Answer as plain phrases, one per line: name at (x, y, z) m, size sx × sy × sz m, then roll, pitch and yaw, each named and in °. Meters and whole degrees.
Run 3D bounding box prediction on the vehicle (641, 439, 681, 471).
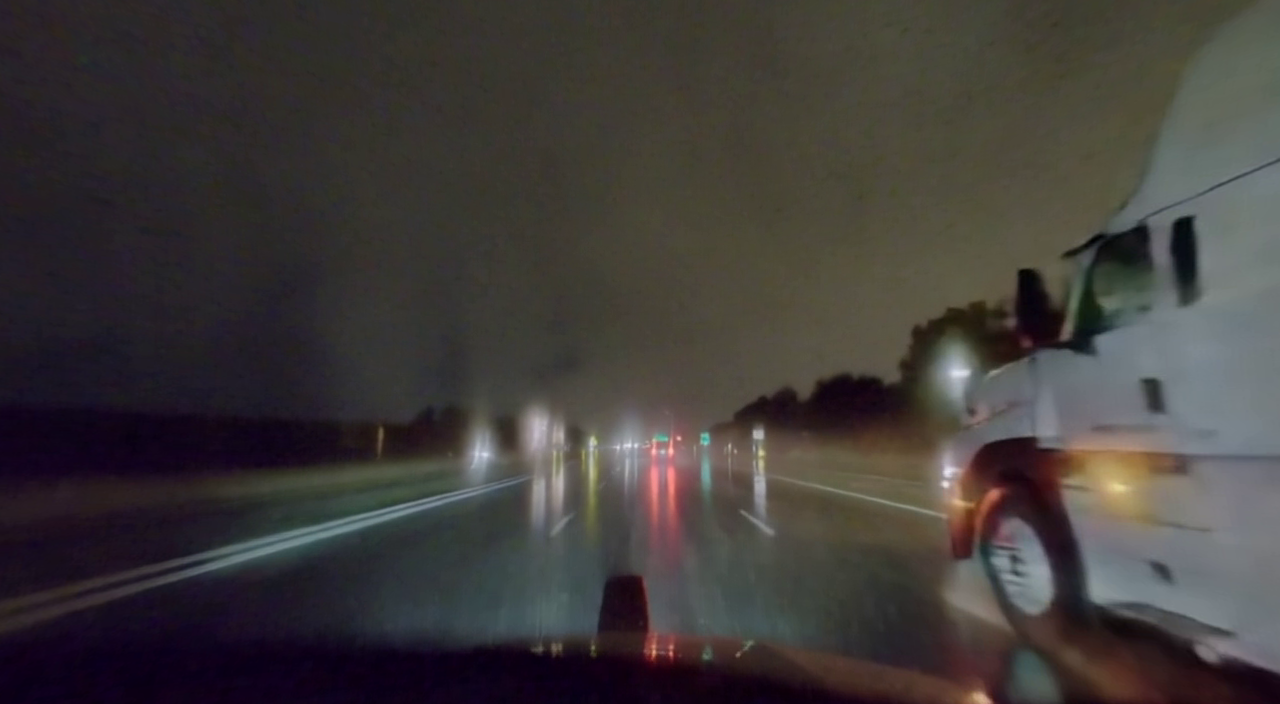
vehicle at (1.086, 5.679, 34.828) m, size 2.050 × 1.654 × 4.192 m, roll 0°, pitch -8°, yaw 0°
